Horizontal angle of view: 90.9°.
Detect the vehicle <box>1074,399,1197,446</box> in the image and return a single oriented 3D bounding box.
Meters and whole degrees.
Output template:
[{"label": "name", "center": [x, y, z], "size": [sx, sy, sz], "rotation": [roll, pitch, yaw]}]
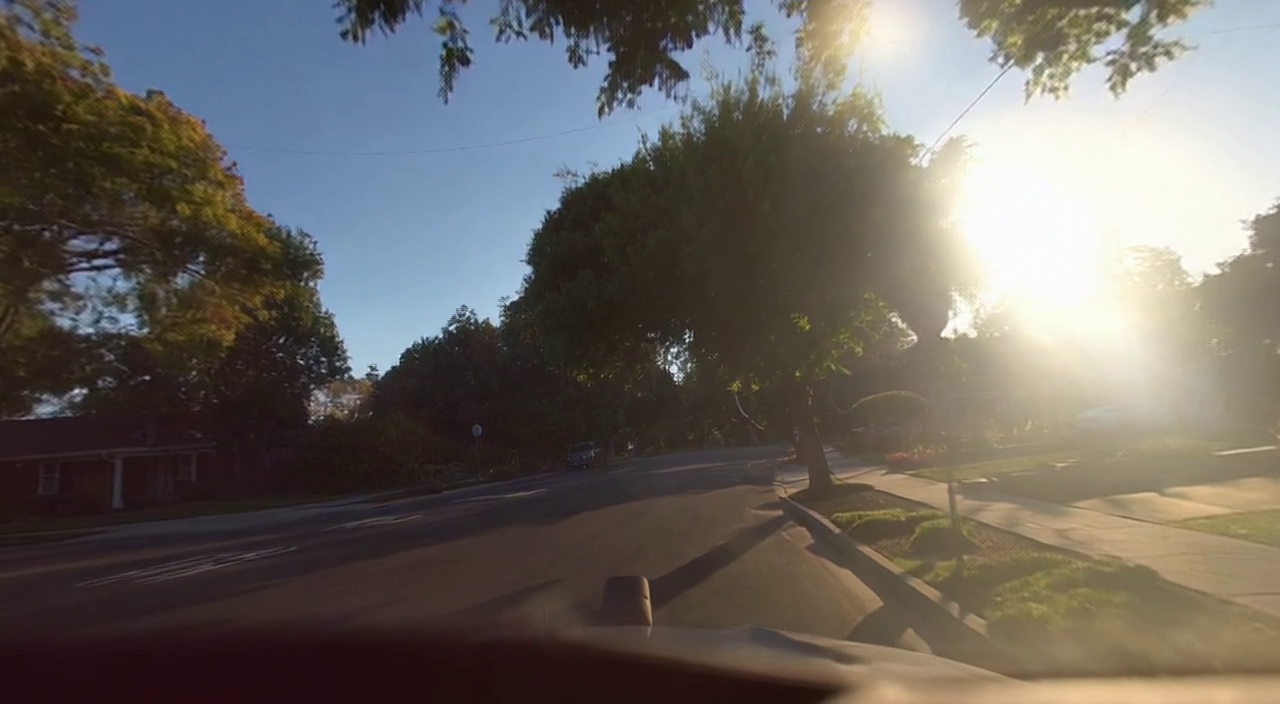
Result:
[{"label": "vehicle", "center": [18.916, 2.809, 24.369], "size": [1.806, 1.481, 4.671], "rotation": [-6, -10, 14]}]
